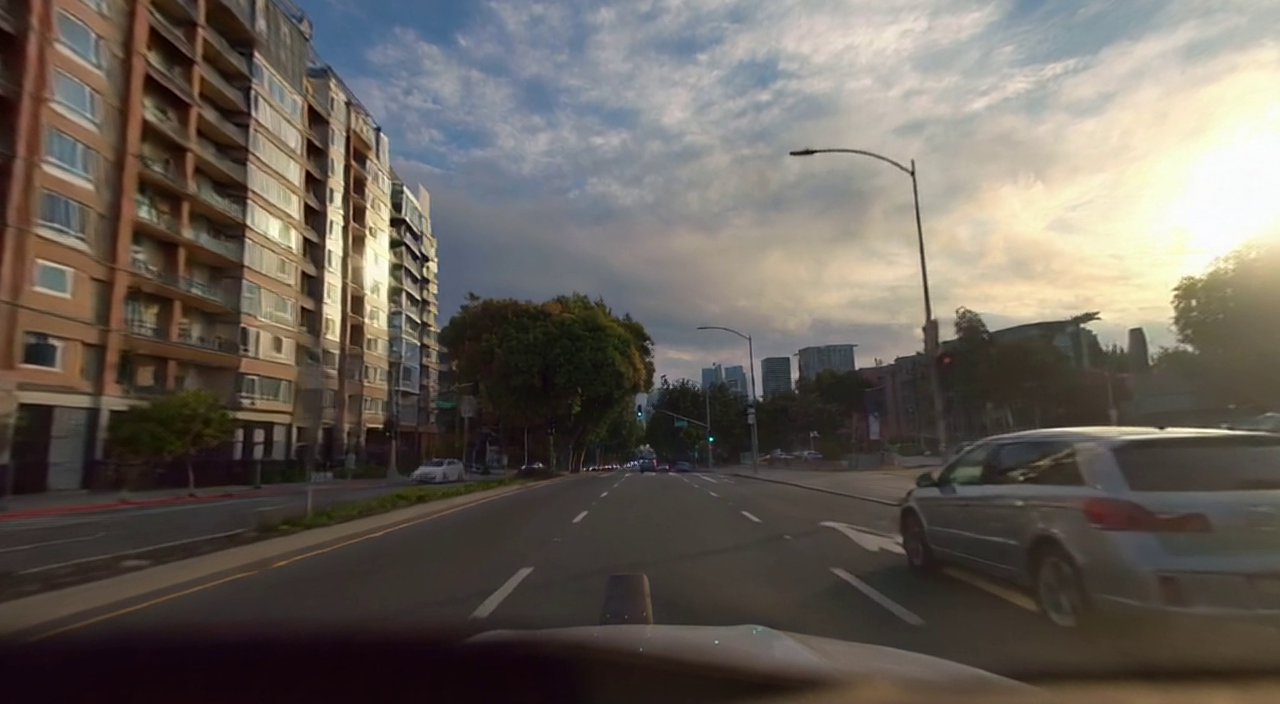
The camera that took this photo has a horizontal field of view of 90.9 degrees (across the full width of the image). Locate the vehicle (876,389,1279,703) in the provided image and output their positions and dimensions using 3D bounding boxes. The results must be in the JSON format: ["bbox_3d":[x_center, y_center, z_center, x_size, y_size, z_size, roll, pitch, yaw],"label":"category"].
[{"bbox_3d":[3.649,1.265,5.075,1.949,1.583,3.996,0,-9,0],"label":"vehicle"}]

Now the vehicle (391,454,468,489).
[{"bbox_3d":[-10.137,5.770,30.818,1.957,1.482,4.706,-1,-9,2],"label":"vehicle"}]
